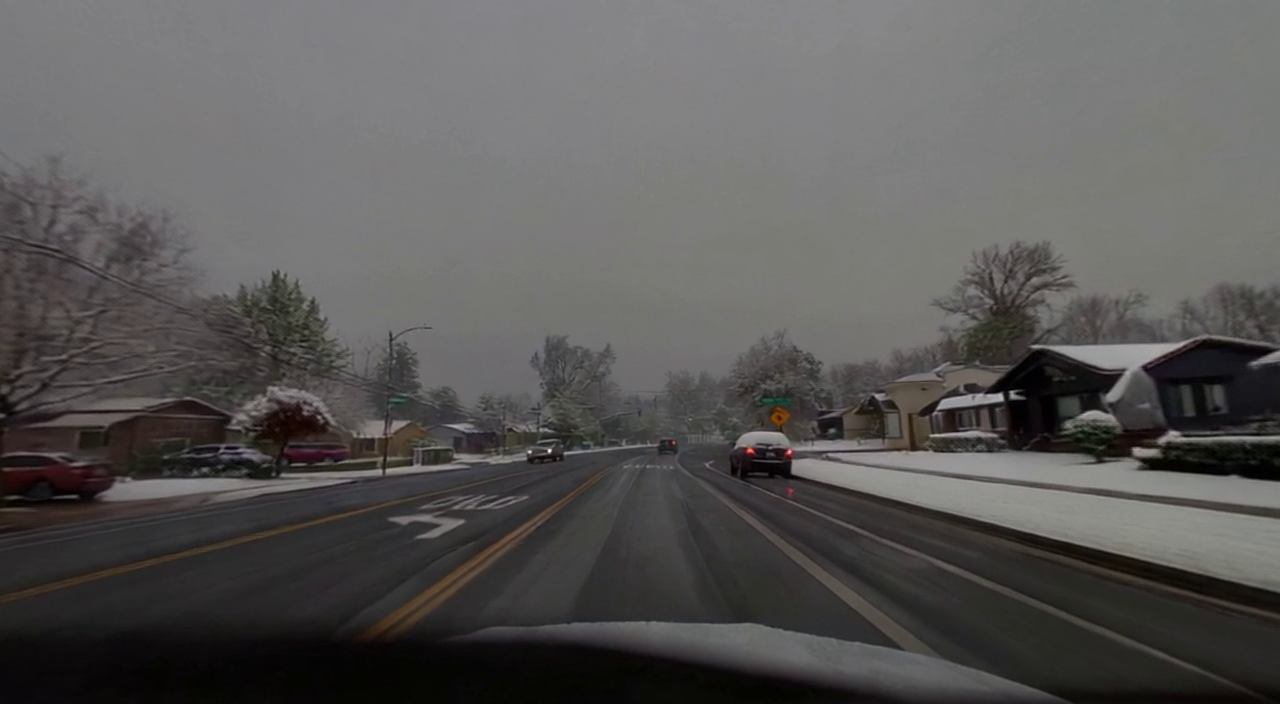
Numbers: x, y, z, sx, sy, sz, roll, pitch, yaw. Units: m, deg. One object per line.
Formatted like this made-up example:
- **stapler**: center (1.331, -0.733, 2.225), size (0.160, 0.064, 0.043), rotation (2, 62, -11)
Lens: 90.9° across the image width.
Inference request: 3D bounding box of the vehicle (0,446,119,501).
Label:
- **vehicle**: center (-20.255, 3.936, 20.709), size (4.411, 1.682, 2.126), rotation (0, -9, 3)

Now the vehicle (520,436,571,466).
- **vehicle**: center (-6.267, 6.642, 42.416), size (2.200, 1.852, 4.897), rotation (-1, -8, 6)

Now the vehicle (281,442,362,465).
- **vehicle**: center (-24.515, 7.805, 48.664), size (4.999, 1.735, 2.227), rotation (1, -8, -8)

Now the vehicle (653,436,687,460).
- **vehicle**: center (2.308, 7.209, 47.380), size (2.115, 1.679, 4.235), rotation (-1, -9, 8)

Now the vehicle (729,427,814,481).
- **vehicle**: center (5.007, 3.978, 24.839), size (2.233, 1.887, 5.347), rotation (0, -8, 1)
